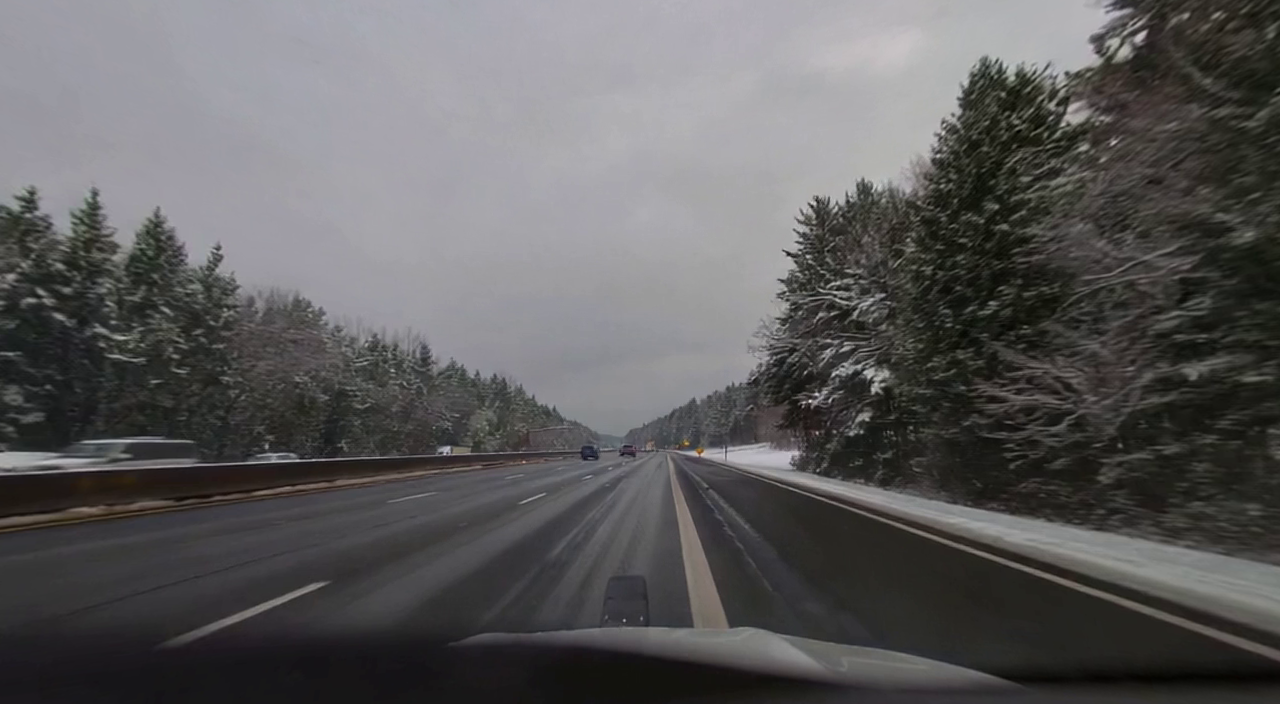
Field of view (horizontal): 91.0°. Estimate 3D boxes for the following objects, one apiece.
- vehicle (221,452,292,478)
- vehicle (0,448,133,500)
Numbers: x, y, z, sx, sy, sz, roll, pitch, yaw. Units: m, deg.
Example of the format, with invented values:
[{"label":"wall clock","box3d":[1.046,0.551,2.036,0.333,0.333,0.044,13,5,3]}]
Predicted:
[{"label":"vehicle","box3d":[-23.929,7.061,39.403,1.710,1.457,4.093,0,-8,3]},{"label":"vehicle","box3d":[-39.678,8.041,42.495,2.804,3.028,9.309,0,-8,2]}]
